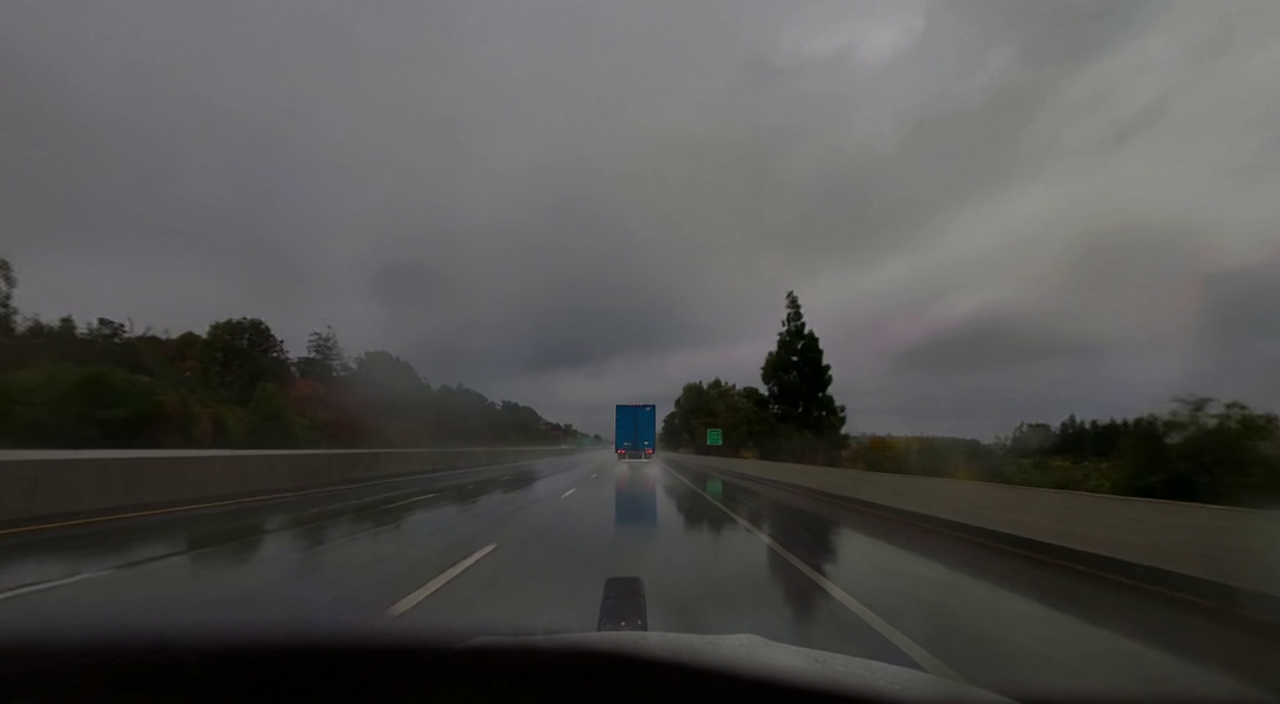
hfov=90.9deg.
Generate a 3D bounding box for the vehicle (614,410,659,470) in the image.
[{"bbox_3d":[-0.313,6.672,47.393,2.982,3.947,11.075,0,-9,-1],"label":"vehicle"}]
